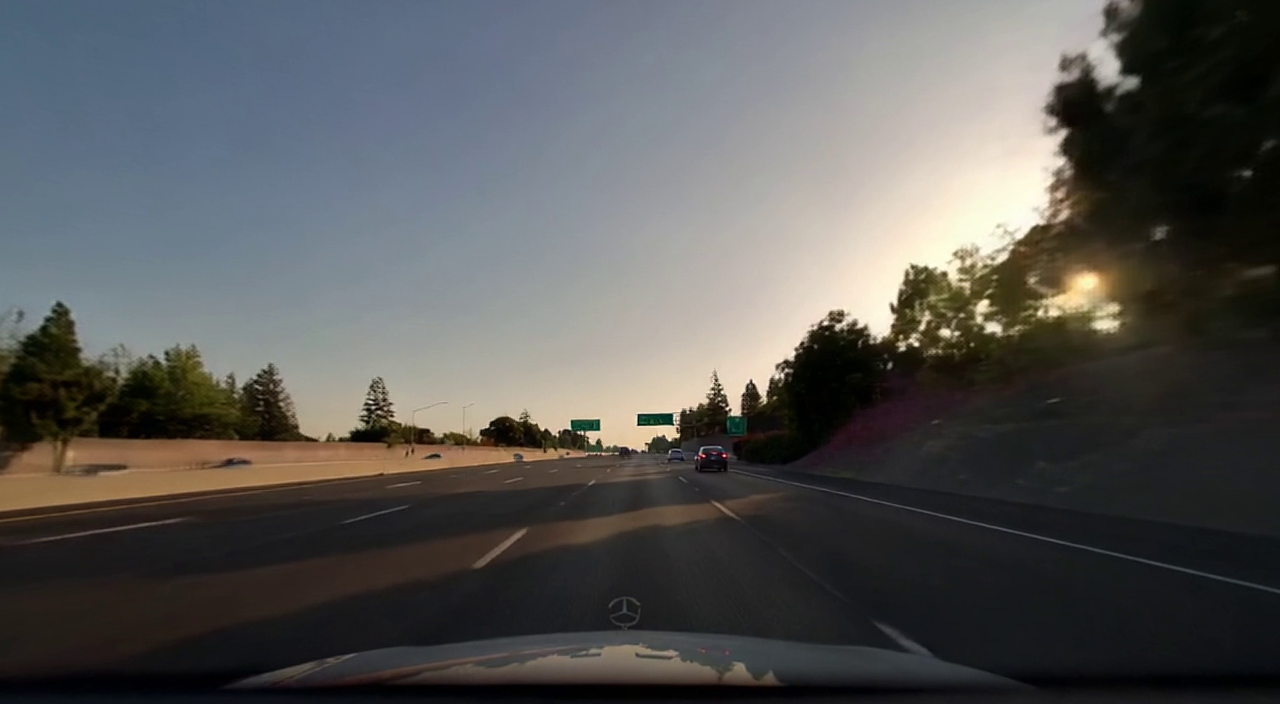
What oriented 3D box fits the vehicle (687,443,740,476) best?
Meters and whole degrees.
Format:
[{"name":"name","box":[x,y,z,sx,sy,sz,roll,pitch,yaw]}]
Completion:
[{"name":"vehicle","box":[3.585,5.360,31.550,2.033,1.501,4.398,0,-9,-1]}]
